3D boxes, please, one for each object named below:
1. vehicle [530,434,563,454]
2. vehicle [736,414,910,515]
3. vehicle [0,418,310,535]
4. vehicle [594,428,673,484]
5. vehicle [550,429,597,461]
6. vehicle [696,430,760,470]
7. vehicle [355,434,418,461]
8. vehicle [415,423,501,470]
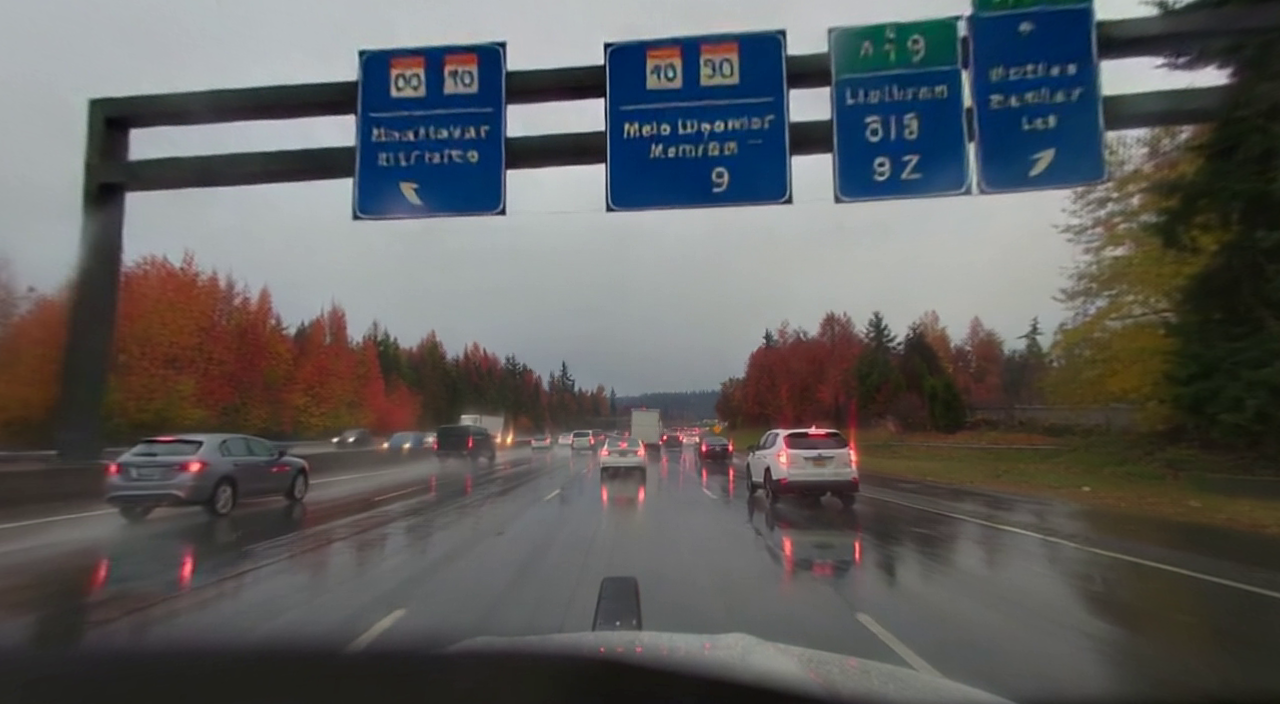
[{"bbox_3d":[-7.060,6.988,47.778,1.896,1.429,4.348,0,-8,0],"label":"vehicle"},{"bbox_3d":[3.372,2.154,12.637,2.095,1.650,4.331,0,-8,-1],"label":"vehicle"},{"bbox_3d":[-7.471,1.915,10.319,1.934,1.526,3.966,0,-8,0],"label":"vehicle"},{"bbox_3d":[-0.186,3.081,19.072,2.111,1.494,4.364,0,-8,-1],"label":"vehicle"},{"bbox_3d":[-3.575,5.095,34.605,2.064,1.672,4.277,0,-8,1],"label":"vehicle"},{"bbox_3d":[3.531,4.027,26.154,1.972,1.516,4.514,0,-8,-1],"label":"vehicle"},{"bbox_3d":[-15.511,5.843,38.723,2.084,1.538,4.162,0,-8,0],"label":"vehicle"},{"bbox_3d":[-7.488,3.921,26.381,2.117,1.779,4.745,0,-8,1],"label":"vehicle"}]
